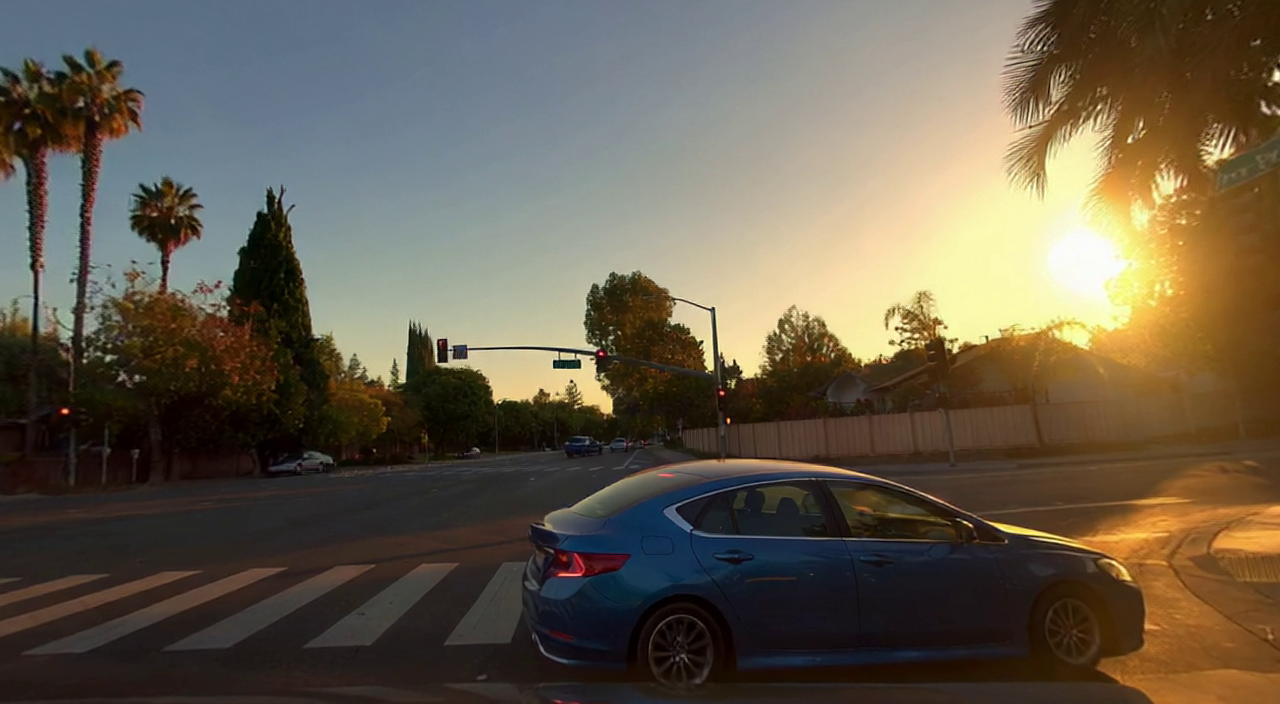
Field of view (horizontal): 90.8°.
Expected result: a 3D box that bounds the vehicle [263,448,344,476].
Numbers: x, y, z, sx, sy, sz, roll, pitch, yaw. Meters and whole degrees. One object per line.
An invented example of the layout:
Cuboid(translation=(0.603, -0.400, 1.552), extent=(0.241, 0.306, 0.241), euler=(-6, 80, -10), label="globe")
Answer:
Cuboid(translation=(-20.009, 6.557, 37.814), extent=(2.084, 1.528, 4.778), euler=(-1, -9, 2), label="vehicle")

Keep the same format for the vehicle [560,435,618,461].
Cuboid(translation=(-3.091, 6.008, 39.550), extent=(2.083, 1.541, 4.777), euler=(-3, -9, 15), label="vehicle")
